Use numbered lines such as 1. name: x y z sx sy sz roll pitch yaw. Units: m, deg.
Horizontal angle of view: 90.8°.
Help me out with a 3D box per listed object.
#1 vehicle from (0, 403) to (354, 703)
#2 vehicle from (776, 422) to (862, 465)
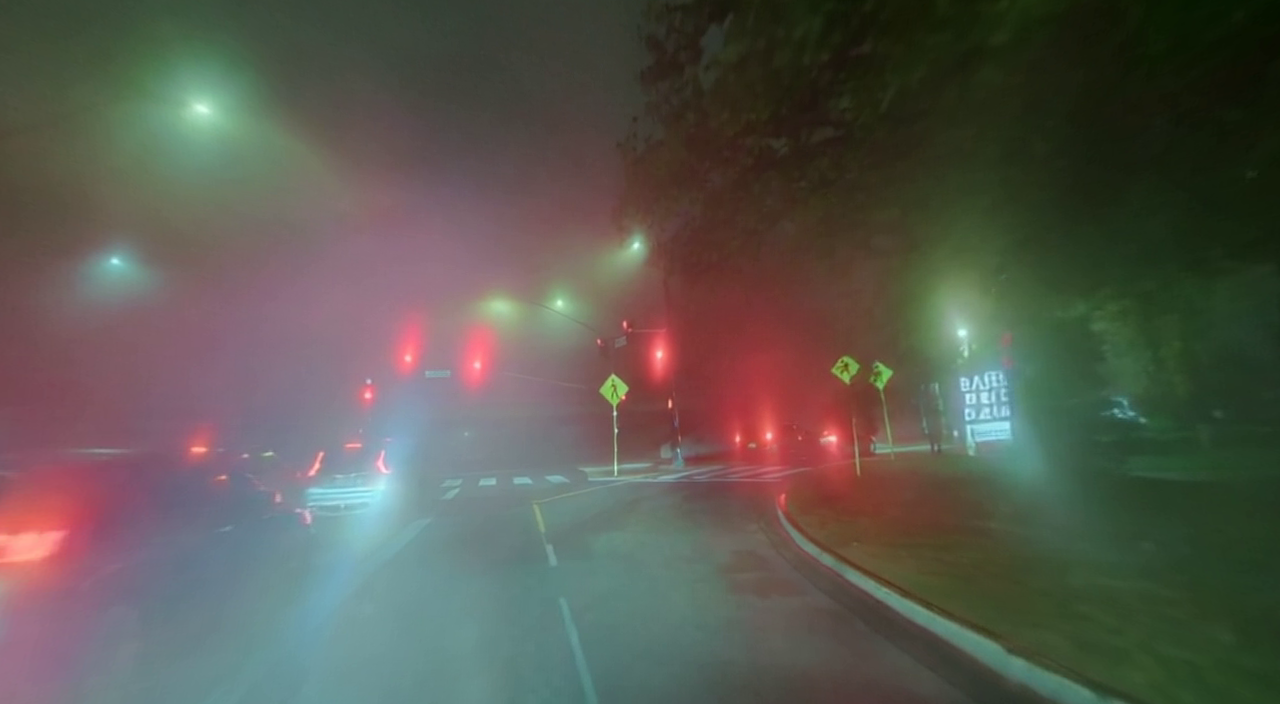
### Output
1. vehicle: -3.661 1.236 4.177 2.176 1.489 4.518 1 -9 -11
2. vehicle: 7.539 3.824 26.381 1.908 1.622 4.166 -7 -11 39
